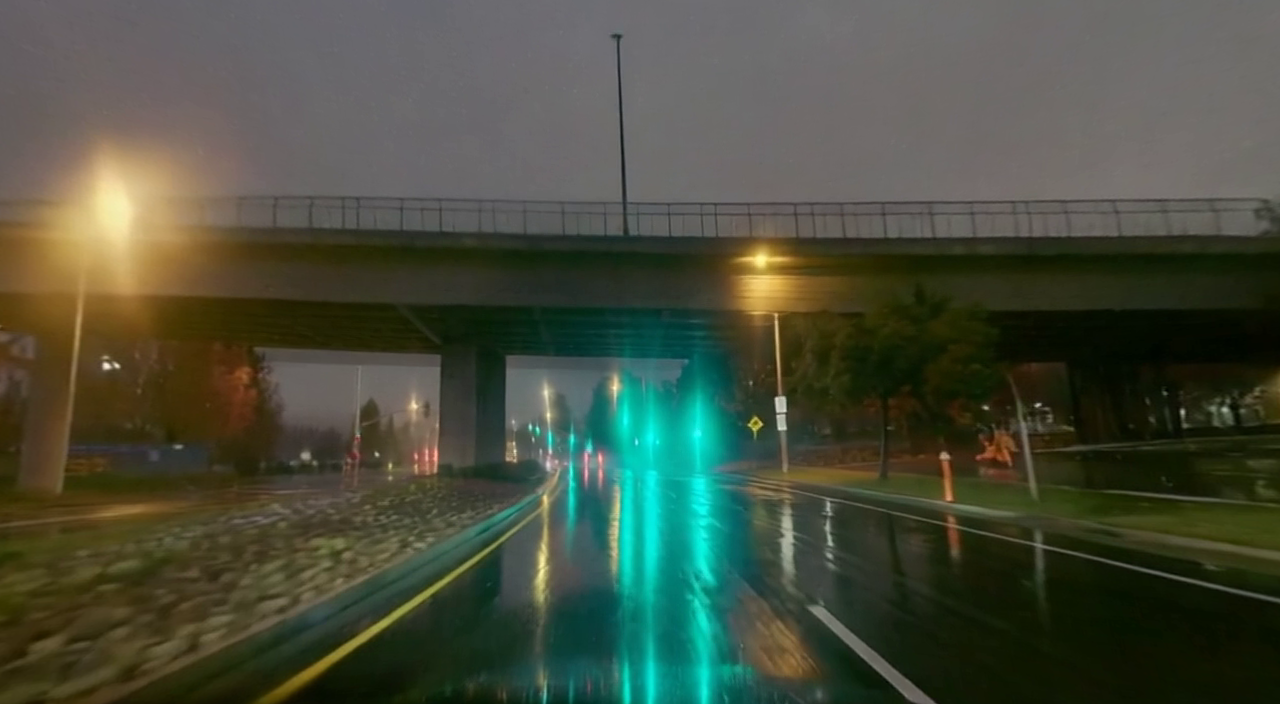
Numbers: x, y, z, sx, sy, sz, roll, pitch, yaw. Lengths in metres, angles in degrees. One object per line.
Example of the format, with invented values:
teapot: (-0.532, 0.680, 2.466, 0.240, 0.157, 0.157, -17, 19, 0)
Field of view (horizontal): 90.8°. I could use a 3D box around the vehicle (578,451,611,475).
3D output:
vehicle: (-3.559, 8.551, 48.713, 2.184, 1.713, 4.231, 1, -9, -8)
